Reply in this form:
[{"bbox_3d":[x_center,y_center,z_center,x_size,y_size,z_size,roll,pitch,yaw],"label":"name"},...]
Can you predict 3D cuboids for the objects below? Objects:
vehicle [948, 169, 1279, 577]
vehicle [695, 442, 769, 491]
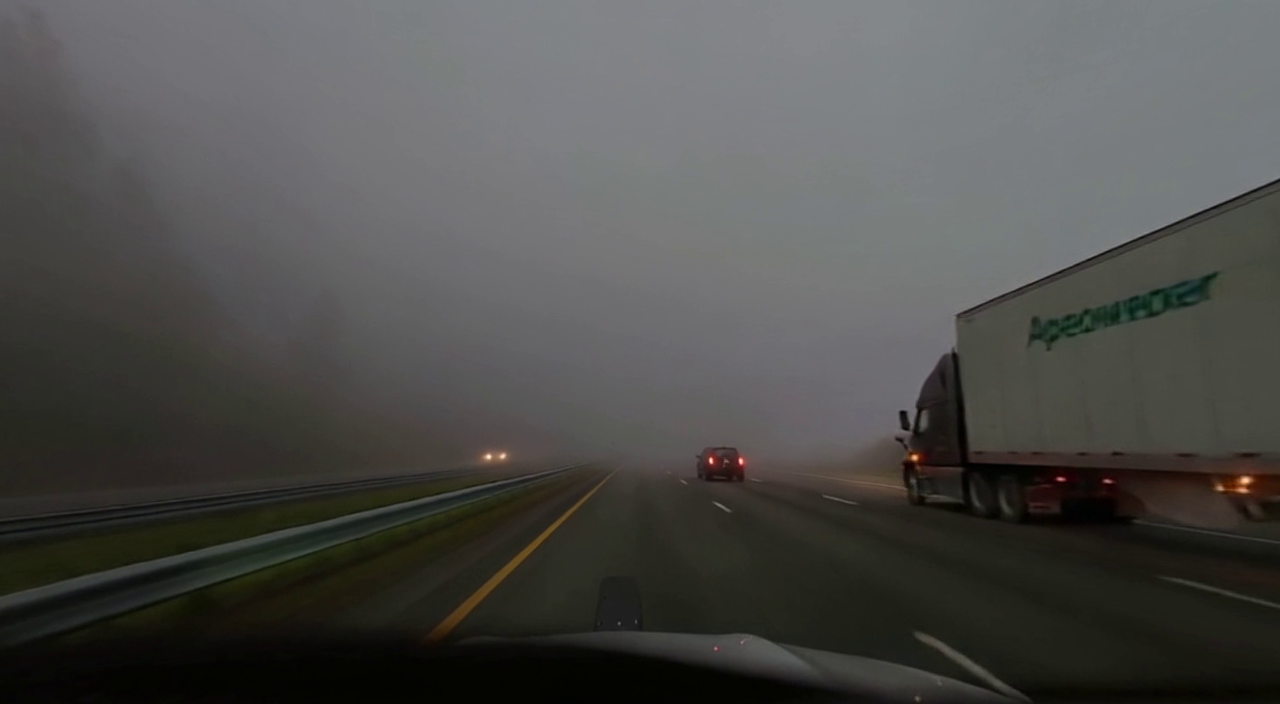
[{"bbox_3d":[7.888,0.126,5.831,2.907,4.042,13.858,0,-9,-1],"label":"vehicle"},{"bbox_3d":[3.216,4.078,22.677,2.024,1.579,3.707,0,-9,-1],"label":"vehicle"}]
